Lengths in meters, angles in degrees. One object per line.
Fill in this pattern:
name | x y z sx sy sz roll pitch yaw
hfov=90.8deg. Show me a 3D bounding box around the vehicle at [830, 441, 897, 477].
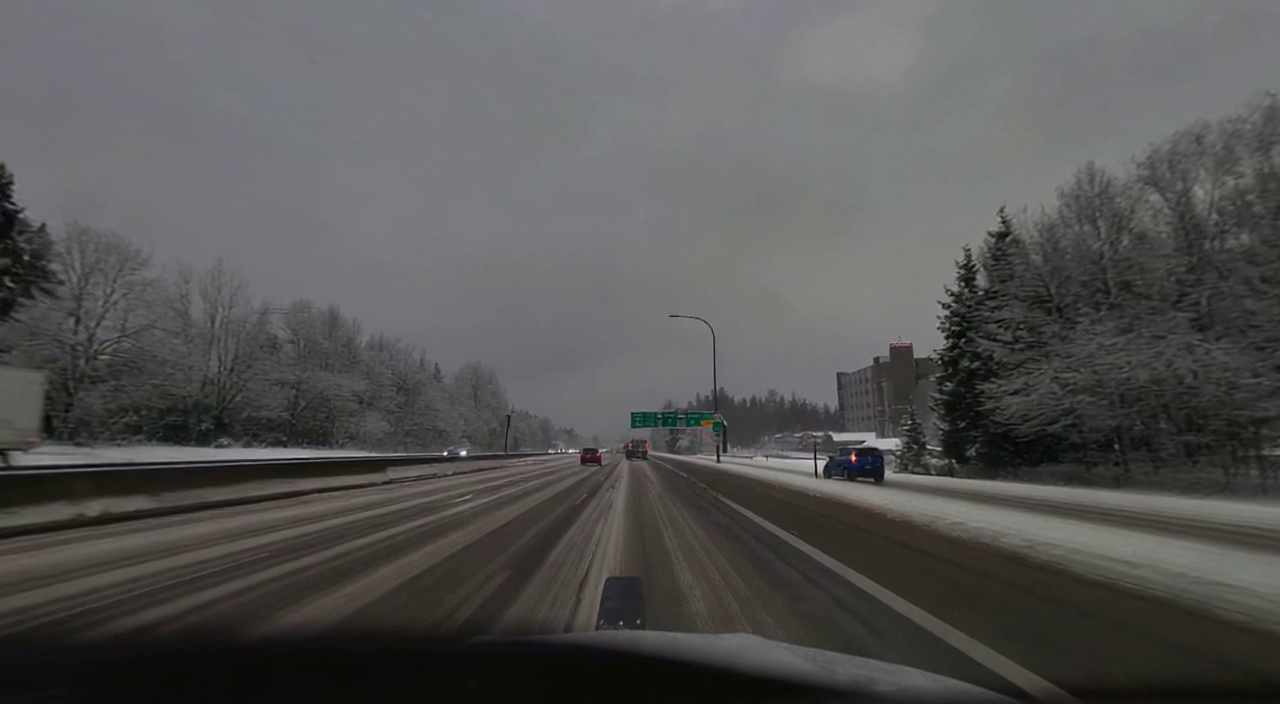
vehicle | 15.666 7.522 44.591 2.411 2.326 5.300 1 -9 -4
